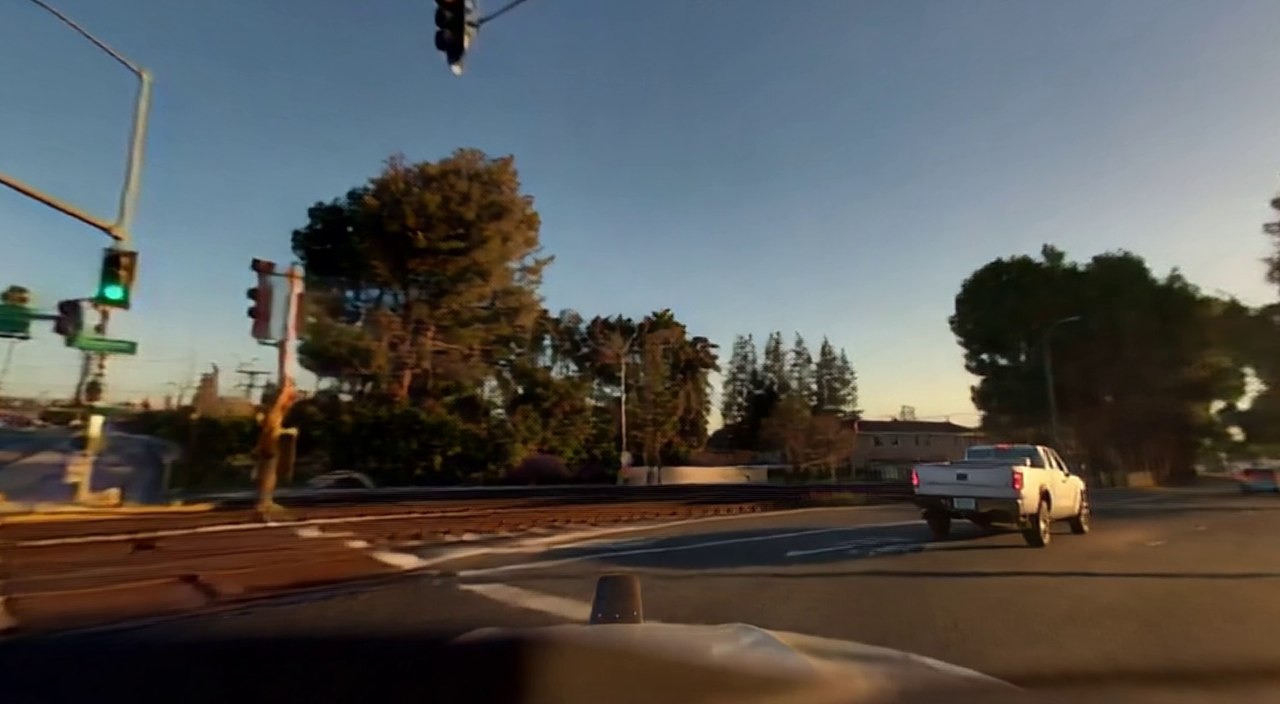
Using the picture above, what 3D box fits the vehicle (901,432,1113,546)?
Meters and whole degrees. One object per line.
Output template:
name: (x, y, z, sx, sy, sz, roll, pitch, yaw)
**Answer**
vehicle: (8.002, 2.760, 13.533, 5.251, 1.926, 2.404, 8, -12, -43)
